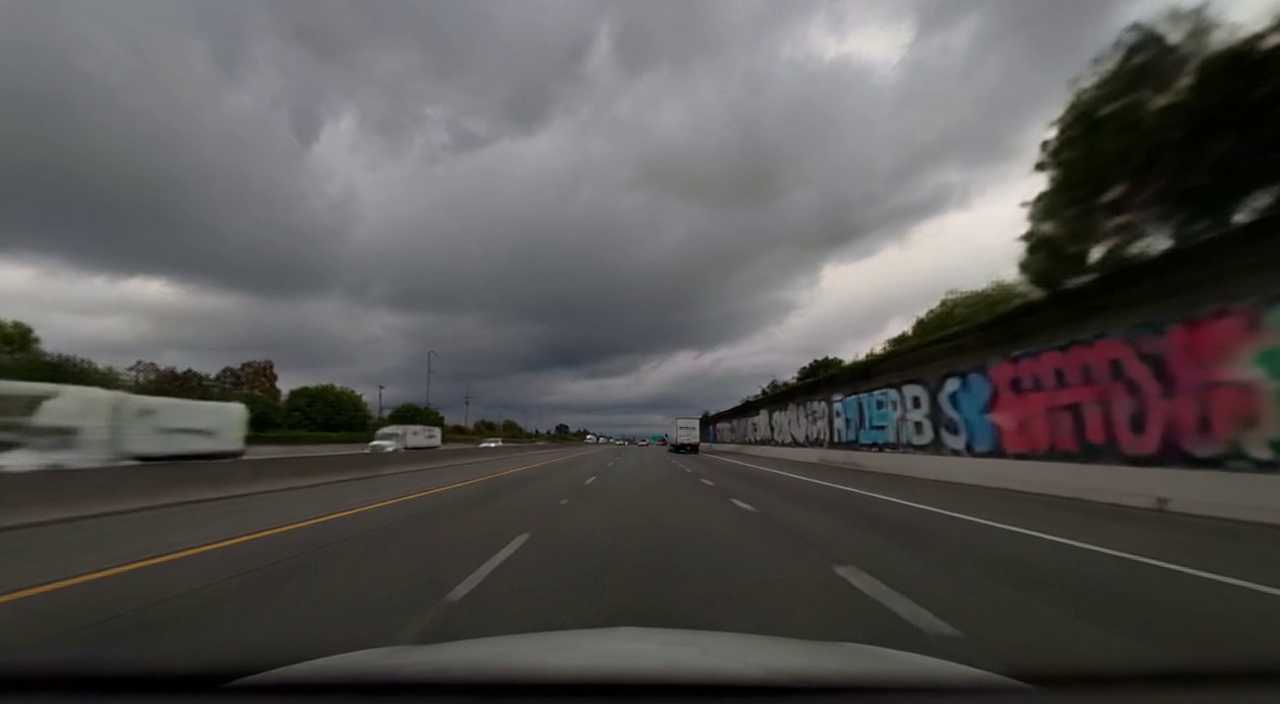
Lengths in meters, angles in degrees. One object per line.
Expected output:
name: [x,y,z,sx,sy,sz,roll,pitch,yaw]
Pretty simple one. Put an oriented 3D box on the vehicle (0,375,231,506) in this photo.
vehicle: [-16.854,2.697,19.182,2.741,3.130,8.961,-1,-8,0]
